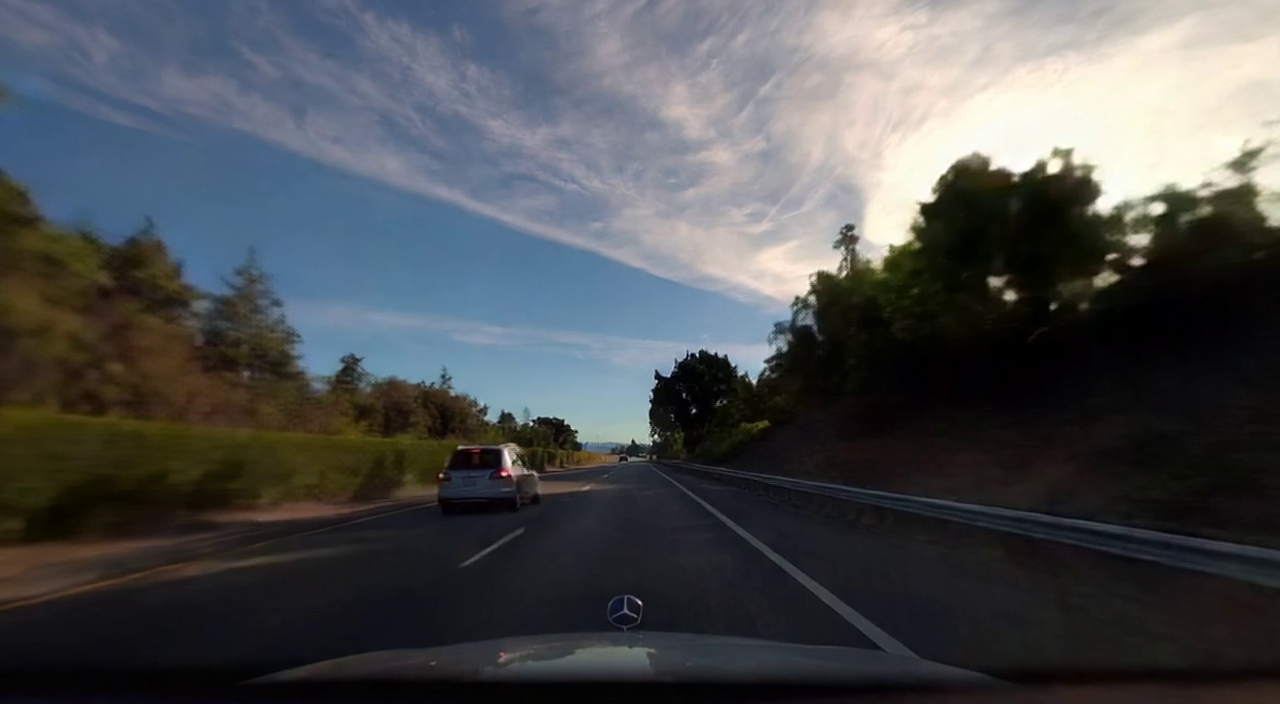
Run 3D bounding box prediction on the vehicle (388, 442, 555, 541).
[{"bbox_3d":[-3.235,2.781,13.250,2.135,1.686,4.517,0,-9,2],"label":"vehicle"}]
